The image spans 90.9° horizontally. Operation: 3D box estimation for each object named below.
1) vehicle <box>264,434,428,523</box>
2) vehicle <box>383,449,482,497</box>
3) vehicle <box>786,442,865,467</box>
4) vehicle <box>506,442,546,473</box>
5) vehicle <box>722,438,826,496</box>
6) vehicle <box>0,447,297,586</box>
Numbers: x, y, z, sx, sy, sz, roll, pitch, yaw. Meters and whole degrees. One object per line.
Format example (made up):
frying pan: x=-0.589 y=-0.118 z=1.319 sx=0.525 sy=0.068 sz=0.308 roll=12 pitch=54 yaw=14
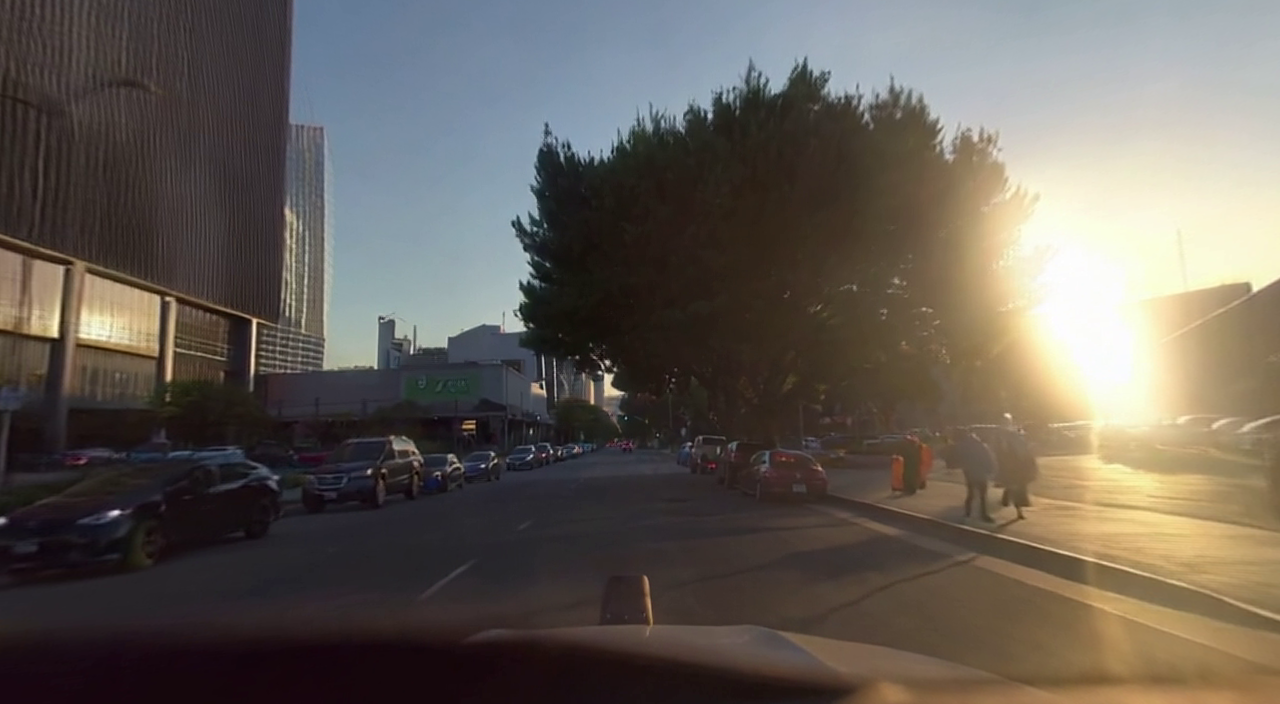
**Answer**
vehicle: x=-7.352 y=3.175 z=16.469 sx=2.238 sy=1.891 sz=4.780 roll=-1 pitch=-8 yaw=-4
vehicle: x=-7.461 y=4.398 z=23.268 sx=2.001 sy=1.502 sz=4.851 roll=-1 pitch=-9 yaw=1
vehicle: x=11.954 y=6.655 z=40.739 sx=4.499 sy=1.558 sz=2.007 roll=-6 pitch=-11 yaw=28
vehicle: x=-7.718 y=7.262 z=43.070 sx=1.996 sy=1.770 sz=5.518 roll=-2 pitch=-12 yaw=-4
vehicle: x=3.869 y=3.454 z=19.130 sx=1.973 sy=1.494 sz=4.867 roll=0 pitch=-10 yaw=-1
vehicle: x=-7.247 y=2.236 z=9.443 sx=1.917 sy=1.487 sz=4.659 roll=-2 pitch=-9 yaw=-4
